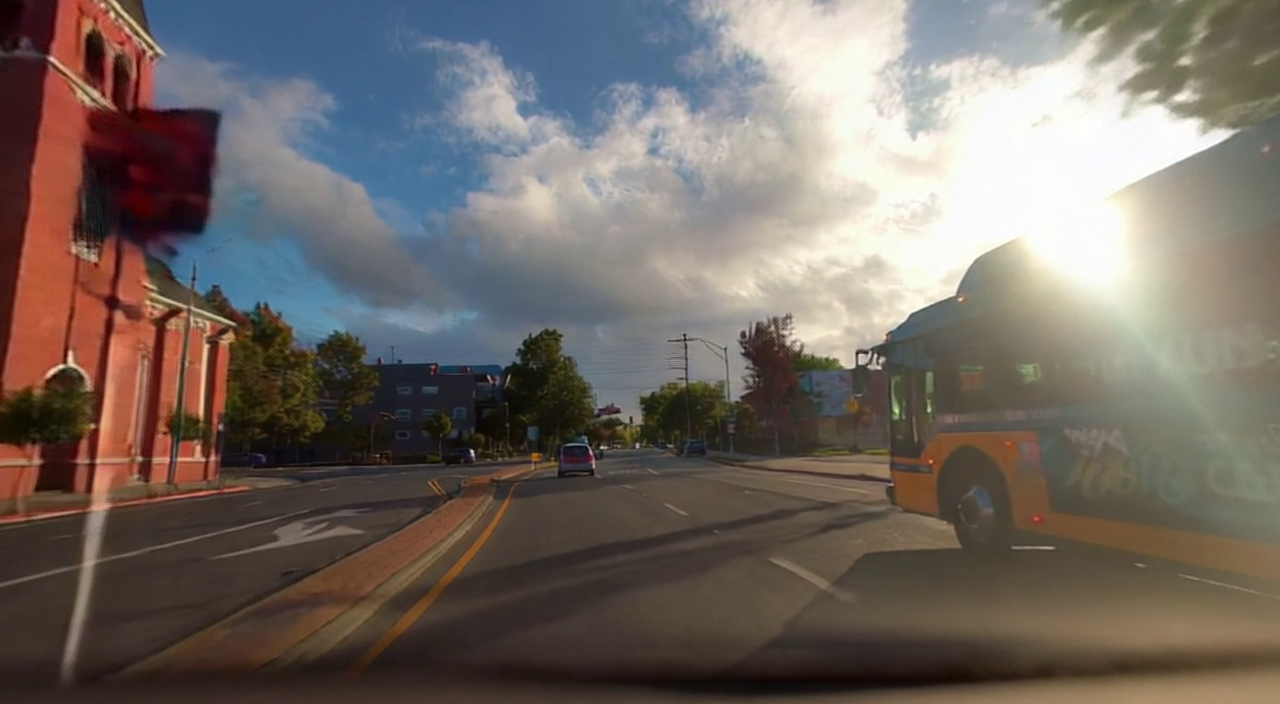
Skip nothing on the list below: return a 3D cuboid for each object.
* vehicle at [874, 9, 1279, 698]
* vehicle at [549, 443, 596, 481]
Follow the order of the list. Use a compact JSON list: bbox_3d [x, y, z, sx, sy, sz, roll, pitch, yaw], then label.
[{"bbox_3d":[4.712,-0.217,1.659,3.028,3.353,12.630,0,-9,-2],"label":"vehicle"},{"bbox_3d":[-3.186,5.116,29.748,2.032,1.621,4.082,1,-9,-7],"label":"vehicle"}]
